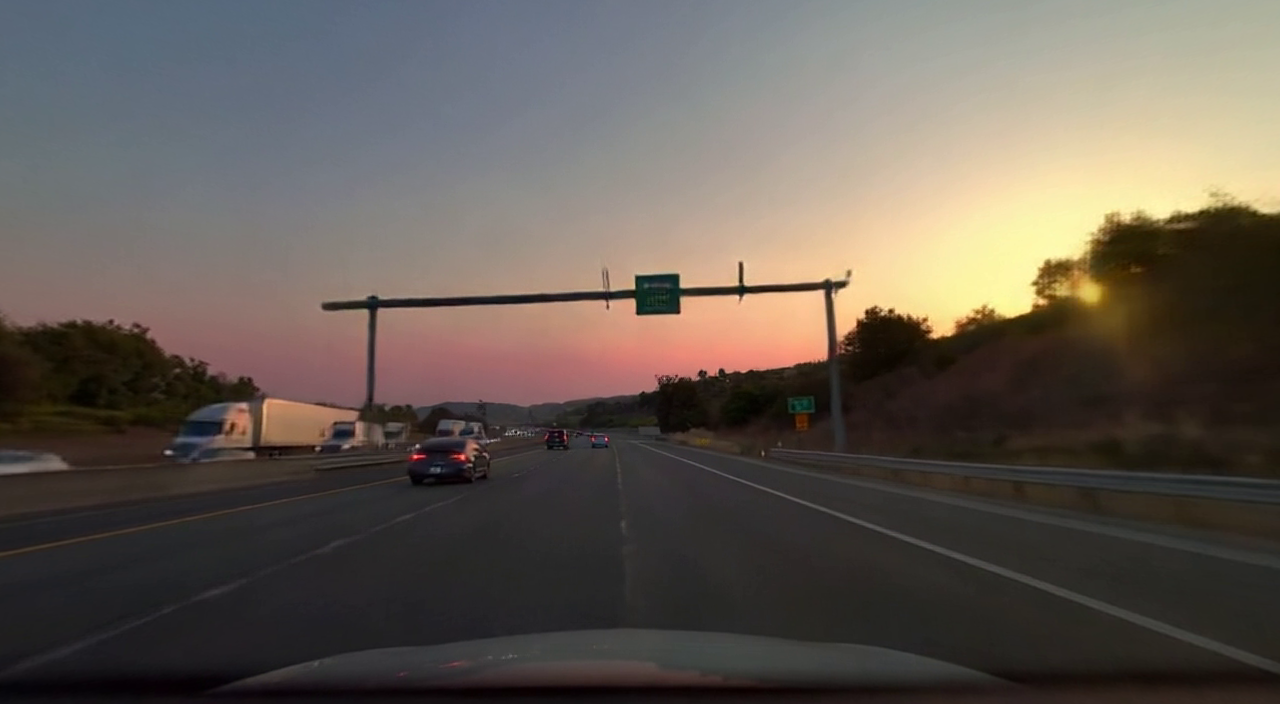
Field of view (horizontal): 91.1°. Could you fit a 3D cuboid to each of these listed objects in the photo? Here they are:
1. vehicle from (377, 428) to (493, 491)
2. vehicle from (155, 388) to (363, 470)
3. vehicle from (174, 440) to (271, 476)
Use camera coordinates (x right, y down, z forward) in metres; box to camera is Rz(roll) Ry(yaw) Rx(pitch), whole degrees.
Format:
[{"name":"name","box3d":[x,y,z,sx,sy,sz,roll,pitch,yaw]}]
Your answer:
[{"name":"vehicle","box3d":[-5.623,2.978,17.826,1.953,1.550,4.167,0,-8,-1]},{"name":"vehicle","box3d":[-22.477,4.956,39.463,3.348,3.923,16.919,-1,-8,-3]},{"name":"vehicle","box3d":[-18.519,4.698,28.118,1.790,1.460,3.806,0,-8,-1]}]
